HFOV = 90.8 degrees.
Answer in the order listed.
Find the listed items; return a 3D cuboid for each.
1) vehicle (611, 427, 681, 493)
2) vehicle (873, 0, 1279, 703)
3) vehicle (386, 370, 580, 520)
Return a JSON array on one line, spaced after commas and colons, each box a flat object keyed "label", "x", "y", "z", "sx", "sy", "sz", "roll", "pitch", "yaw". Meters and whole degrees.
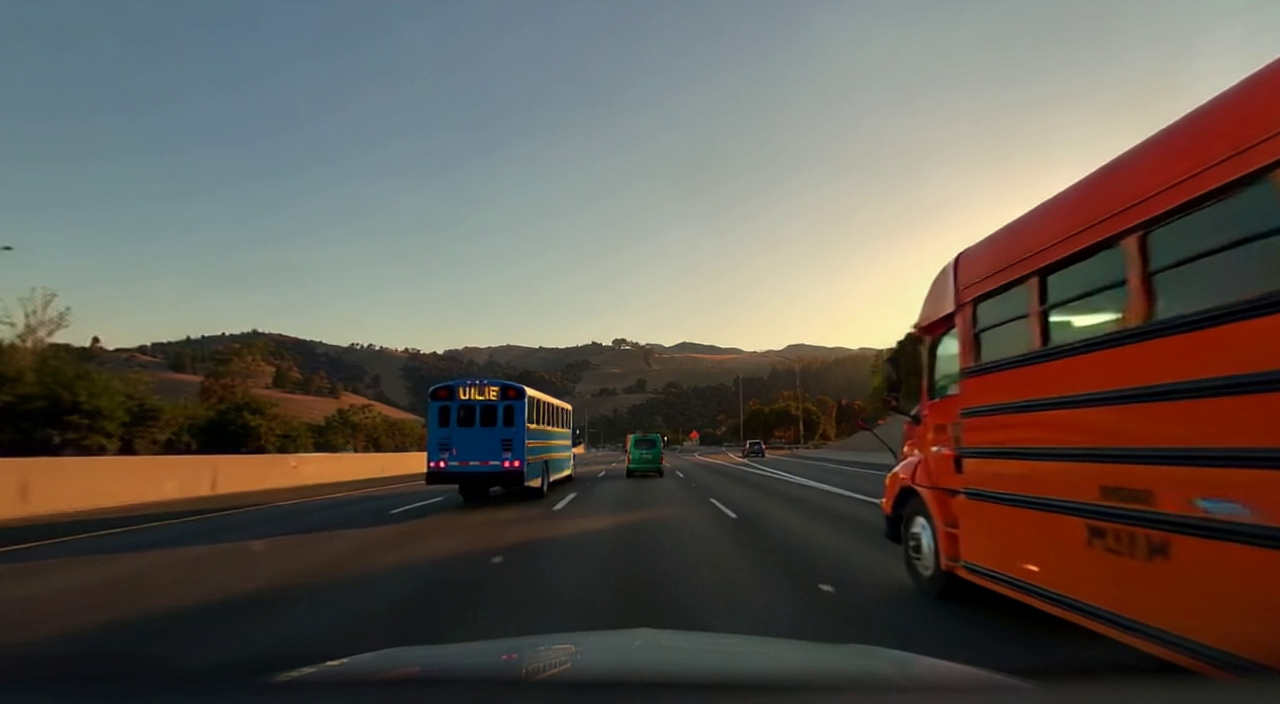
[{"label": "vehicle", "x": 0.145, "y": 3.500, "z": 20.758, "sx": 2.037, "sy": 1.929, "sz": 4.343, "roll": 0, "pitch": -8, "yaw": -1}, {"label": "vehicle", "x": 4.160, "y": 0.039, "z": 3.657, "sx": 3.050, "sy": 3.810, "sz": 6.889, "roll": 0, "pitch": -8, "yaw": 2}, {"label": "vehicle", "x": -3.539, "y": 2.456, "z": 16.805, "sx": 2.947, "sy": 3.009, "sz": 7.991, "roll": 0, "pitch": -8, "yaw": 1}]
